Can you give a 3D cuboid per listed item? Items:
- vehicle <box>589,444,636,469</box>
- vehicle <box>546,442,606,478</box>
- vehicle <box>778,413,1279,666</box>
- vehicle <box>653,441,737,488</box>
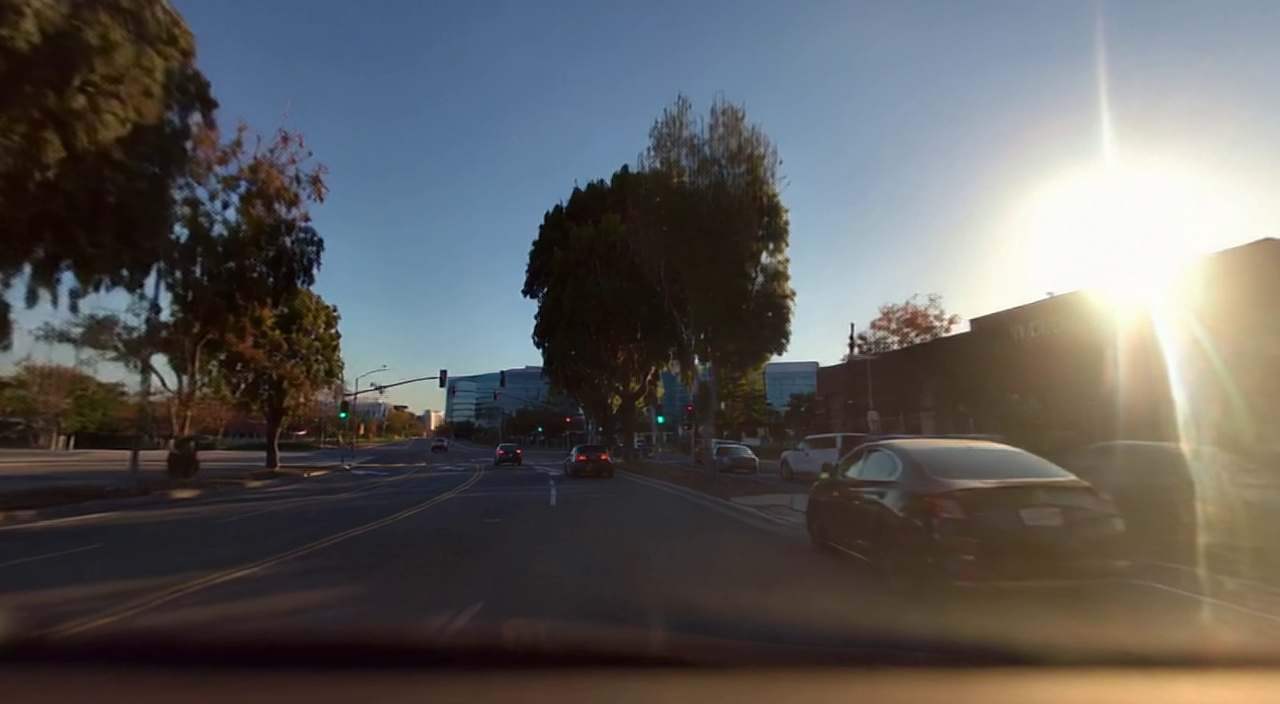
[{"bbox_3d":[-1.782,6.480,39.269,1.957,1.463,4.701,2,-9,-15],"label":"vehicle"},{"bbox_3d":[-3.157,5.112,30.090,2.308,1.535,4.811,2,-9,-12],"label":"vehicle"},{"bbox_3d":[2.974,1.433,5.986,2.280,1.472,4.426,0,-9,-1],"label":"vehicle"},{"bbox_3d":[1.823,3.947,22.501,1.984,1.476,4.488,1,-9,-8],"label":"vehicle"}]
